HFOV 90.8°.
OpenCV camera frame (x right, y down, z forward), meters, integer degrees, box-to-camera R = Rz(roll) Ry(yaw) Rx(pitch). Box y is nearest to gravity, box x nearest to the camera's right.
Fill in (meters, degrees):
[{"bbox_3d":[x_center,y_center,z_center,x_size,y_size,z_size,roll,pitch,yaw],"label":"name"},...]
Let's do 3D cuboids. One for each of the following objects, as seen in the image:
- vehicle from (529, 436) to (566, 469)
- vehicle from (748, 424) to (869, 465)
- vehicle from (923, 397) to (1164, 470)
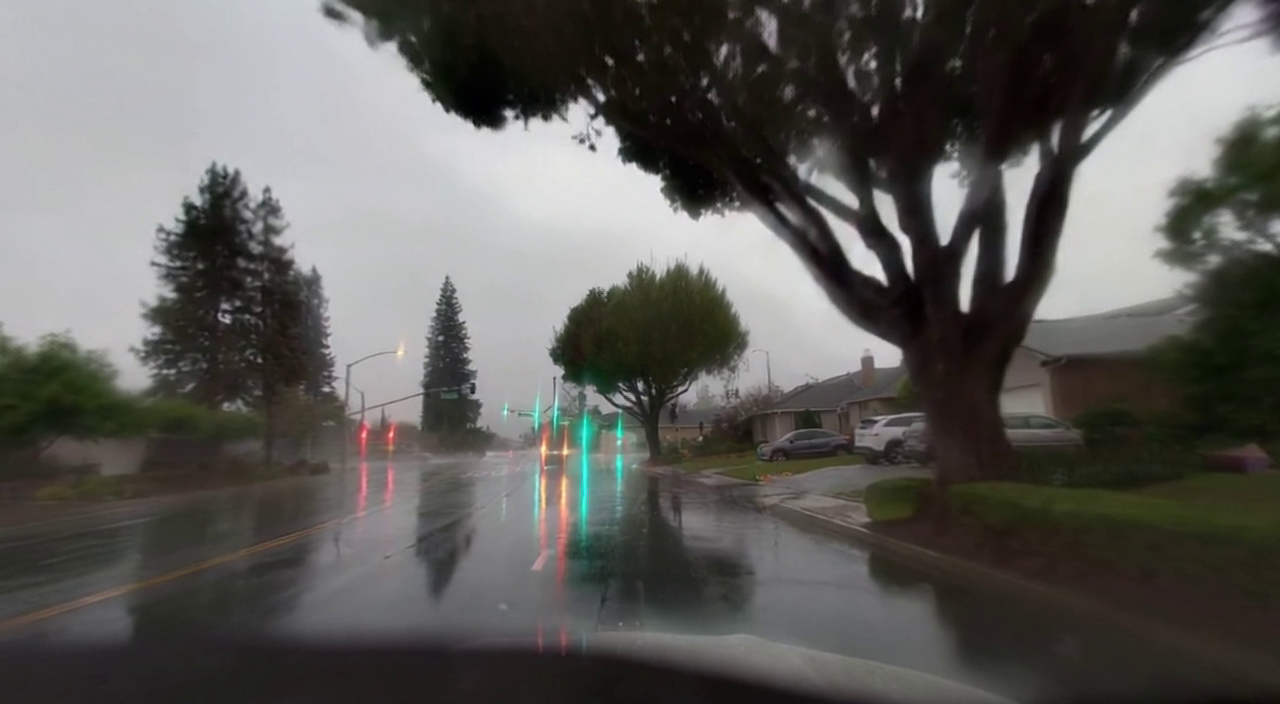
[{"bbox_3d":[-5.550,6.060,38.127,2.041,1.834,4.679,1,-9,-8],"label":"vehicle"},{"bbox_3d":[7.283,4.022,27.591,4.663,1.618,1.962,0,-9,-7],"label":"vehicle"},{"bbox_3d":[9.668,1.994,15.425,4.590,1.648,1.876,0,-9,-3],"label":"vehicle"}]
